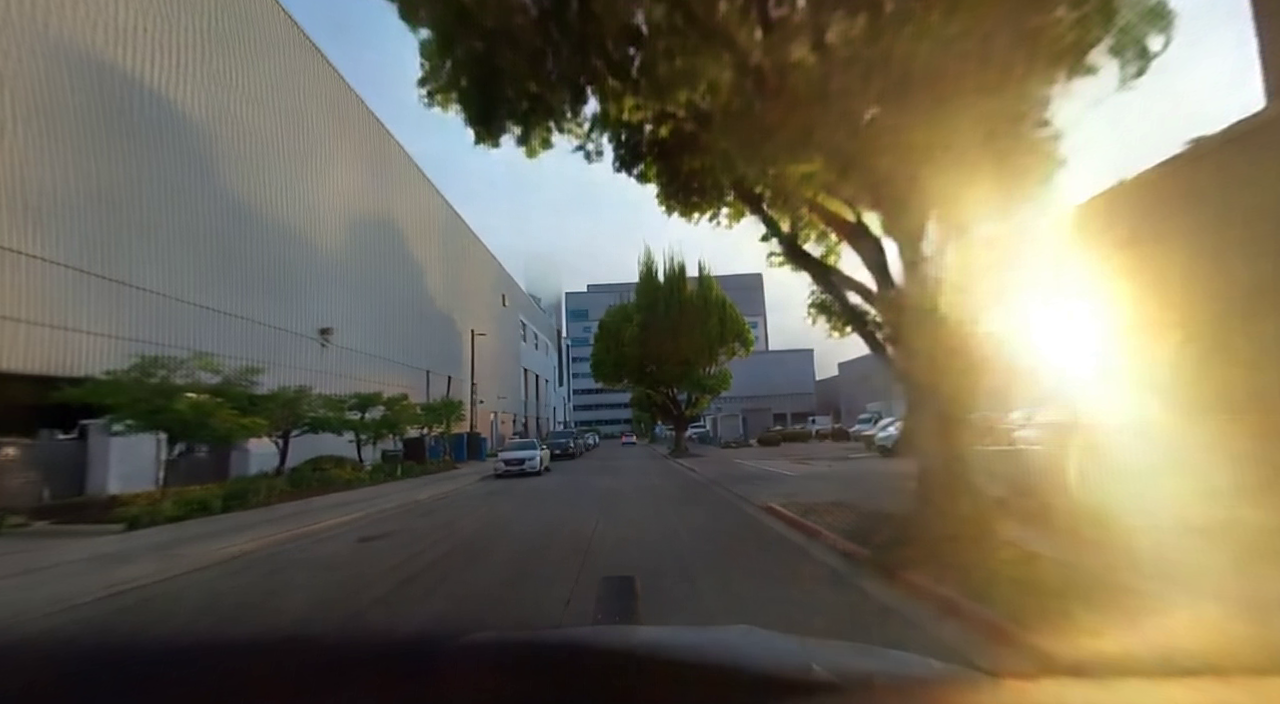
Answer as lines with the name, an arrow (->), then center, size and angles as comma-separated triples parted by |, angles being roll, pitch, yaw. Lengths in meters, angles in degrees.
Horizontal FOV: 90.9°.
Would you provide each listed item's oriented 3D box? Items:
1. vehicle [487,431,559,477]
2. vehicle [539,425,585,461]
vehicle -> -4.547, 4.057, 25.100 | 2.040, 1.501, 4.440 | -4, -9, -1
vehicle -> -4.501, 5.421, 37.126 | 2.161, 1.843, 5.181 | -4, -10, -2
